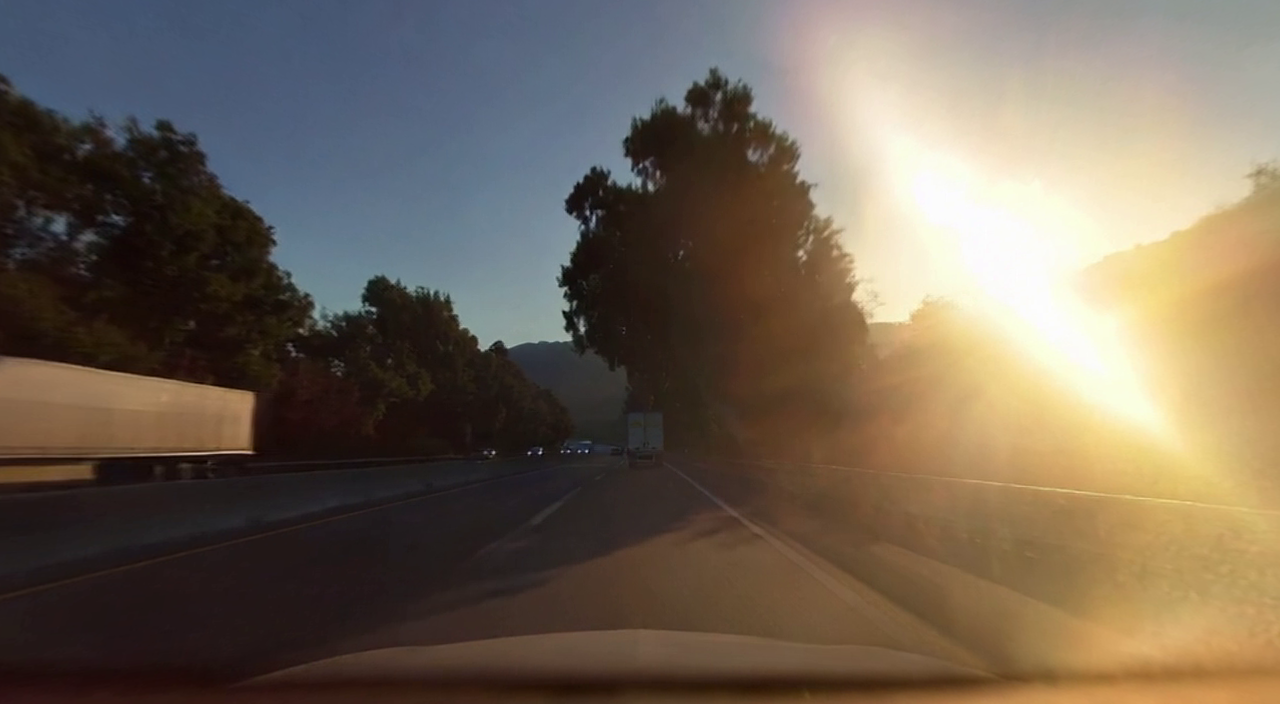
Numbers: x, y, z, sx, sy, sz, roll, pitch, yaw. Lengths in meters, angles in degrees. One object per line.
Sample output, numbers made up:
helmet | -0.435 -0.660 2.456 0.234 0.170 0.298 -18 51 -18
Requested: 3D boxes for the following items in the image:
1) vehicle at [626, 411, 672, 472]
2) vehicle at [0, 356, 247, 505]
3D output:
vehicle | 0.641 6.726 46.780 3.024 3.965 10.399 0 -9 0
vehicle | -16.998 2.647 20.483 2.841 3.830 8.307 0 -9 1
